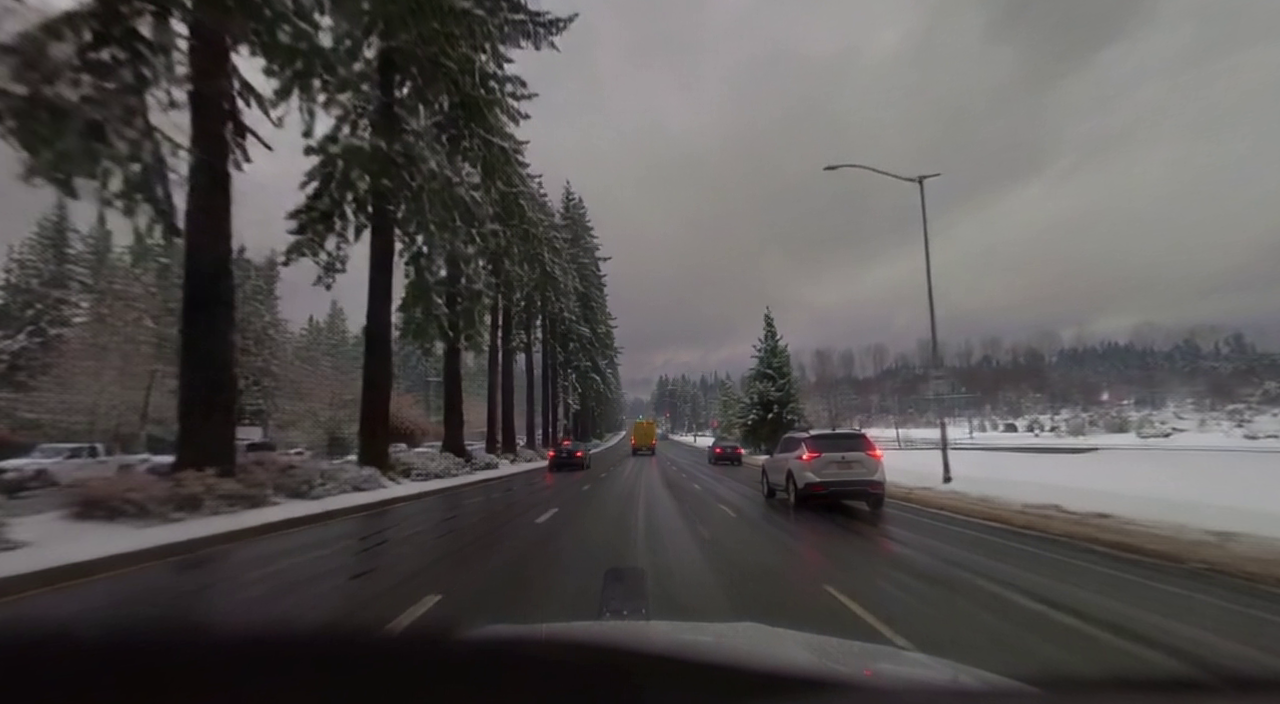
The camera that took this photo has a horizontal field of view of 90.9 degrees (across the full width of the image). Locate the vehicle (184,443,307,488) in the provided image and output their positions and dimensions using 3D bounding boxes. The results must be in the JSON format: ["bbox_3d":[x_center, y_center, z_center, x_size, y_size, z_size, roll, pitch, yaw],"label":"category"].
[{"bbox_3d":[-17.174,4.945,27.806,1.965,1.780,5.122,0,-9,2],"label":"vehicle"}]

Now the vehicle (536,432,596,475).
[{"bbox_3d":[-3.515,4.984,31.058,2.255,1.940,4.822,0,-8,1],"label":"vehicle"}]

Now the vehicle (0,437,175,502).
[{"bbox_3d":[-20.939,4.334,23.803,2.353,2.119,5.625,0,-9,1],"label":"vehicle"}]

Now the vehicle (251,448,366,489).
[{"bbox_3d":[-13.755,4.818,26.567,2.142,1.528,4.804,0,-9,2],"label":"vehicle"}]

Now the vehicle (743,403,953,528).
[{"bbox_3d":[3.841,2.272,13.208,2.381,2.008,5.971,0,-9,0],"label":"vehicle"}]

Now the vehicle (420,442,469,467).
[{"bbox_3d":[-13.587,7.131,44.040,2.181,1.604,3.944,0,-9,0],"label":"vehicle"}]

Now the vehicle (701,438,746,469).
[{"bbox_3d":[4.951,6.077,37.894,2.280,1.757,4.572,-1,-9,3],"label":"vehicle"}]
